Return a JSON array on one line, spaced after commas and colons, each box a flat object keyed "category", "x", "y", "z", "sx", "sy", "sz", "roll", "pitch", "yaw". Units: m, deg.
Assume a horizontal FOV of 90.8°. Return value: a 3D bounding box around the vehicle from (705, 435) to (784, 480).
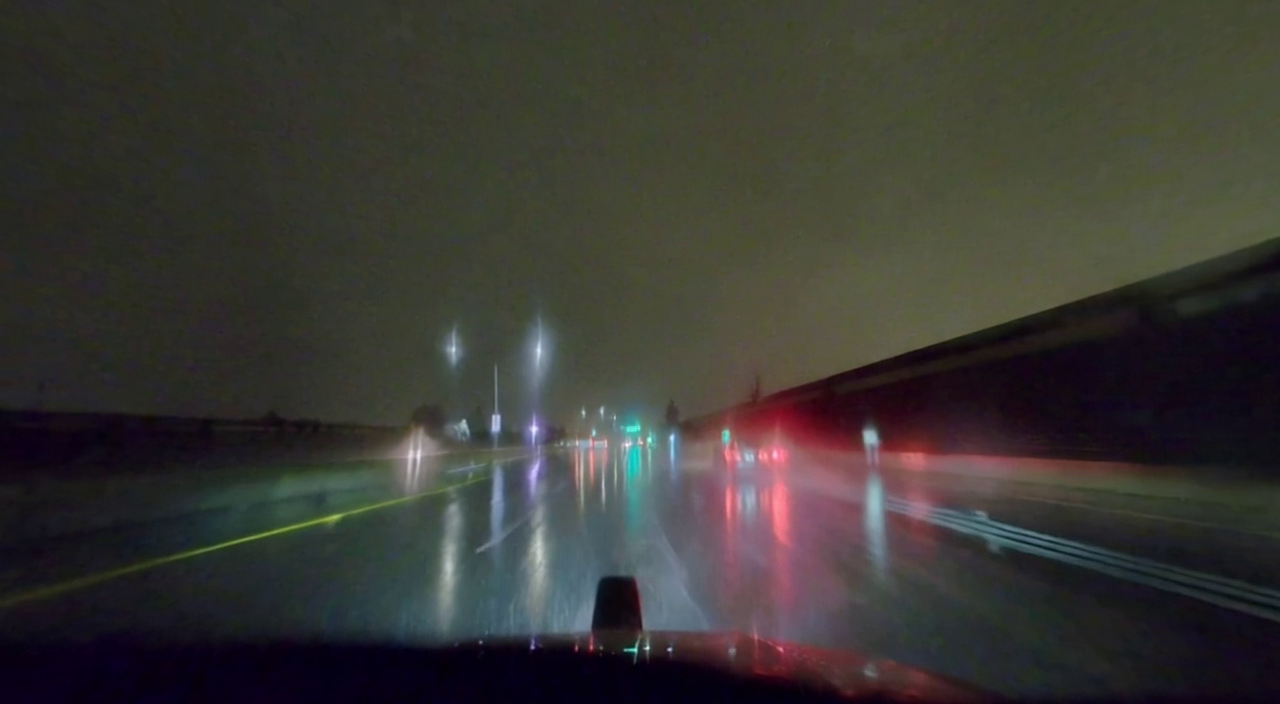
[{"category": "vehicle", "x": 3.789, "y": 3.920, "z": 23.658, "sx": 2.060, "sy": 1.485, "sz": 4.274, "roll": 0, "pitch": -9, "yaw": -2}]
